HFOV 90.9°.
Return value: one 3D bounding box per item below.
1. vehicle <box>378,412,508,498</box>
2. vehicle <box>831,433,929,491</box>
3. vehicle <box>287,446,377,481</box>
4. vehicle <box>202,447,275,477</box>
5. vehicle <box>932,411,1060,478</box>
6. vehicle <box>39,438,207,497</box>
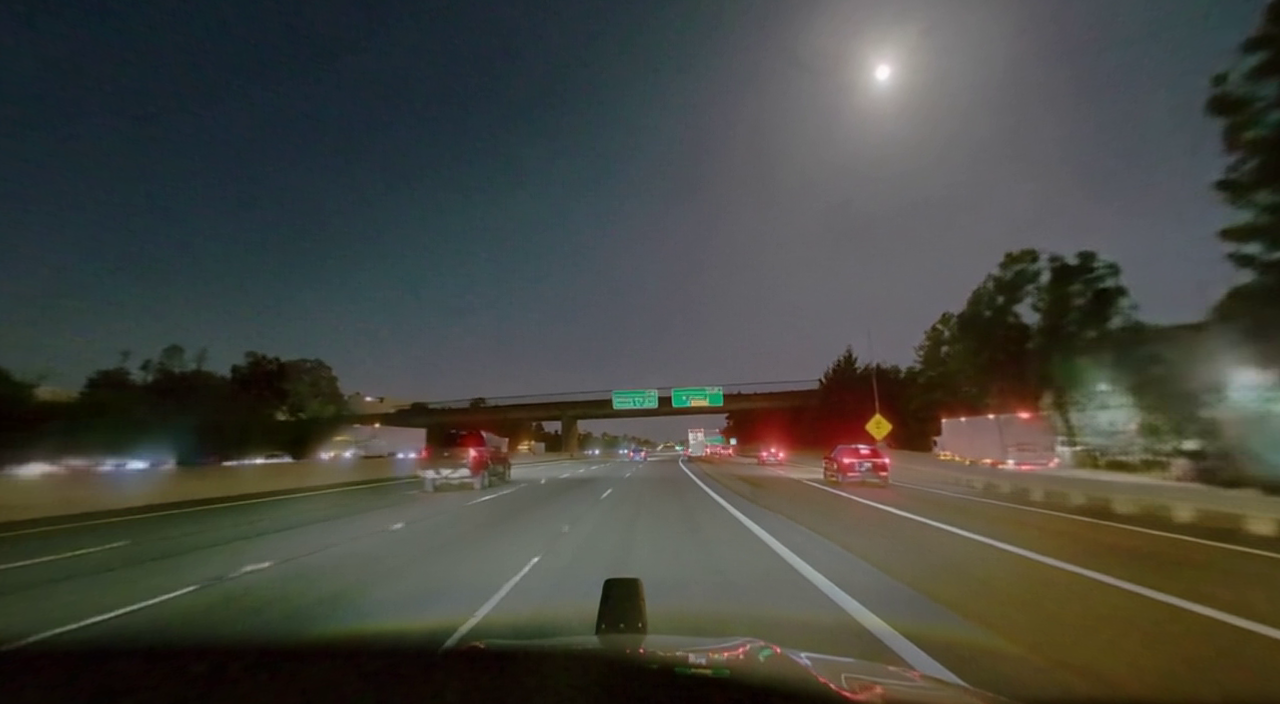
[{"bbox_3d":[-6.065,3.246,20.278,2.264,2.379,5.248,0,-8,2],"label":"vehicle"},{"bbox_3d":[8.746,4.022,23.470,2.146,1.929,4.388,-1,-8,4],"label":"vehicle"},{"bbox_3d":[-15.347,5.562,31.773,2.049,1.564,4.596,0,-8,3],"label":"vehicle"},{"bbox_3d":[-28.174,7.701,44.487,1.979,1.986,4.959,0,-8,-1],"label":"vehicle"},{"bbox_3d":[20.947,5.552,37.905,3.022,3.547,8.645,-1,-8,4],"label":"vehicle"},{"bbox_3d":[-19.700,4.381,24.449,2.131,2.035,4.986,0,-8,2],"label":"vehicle"}]
